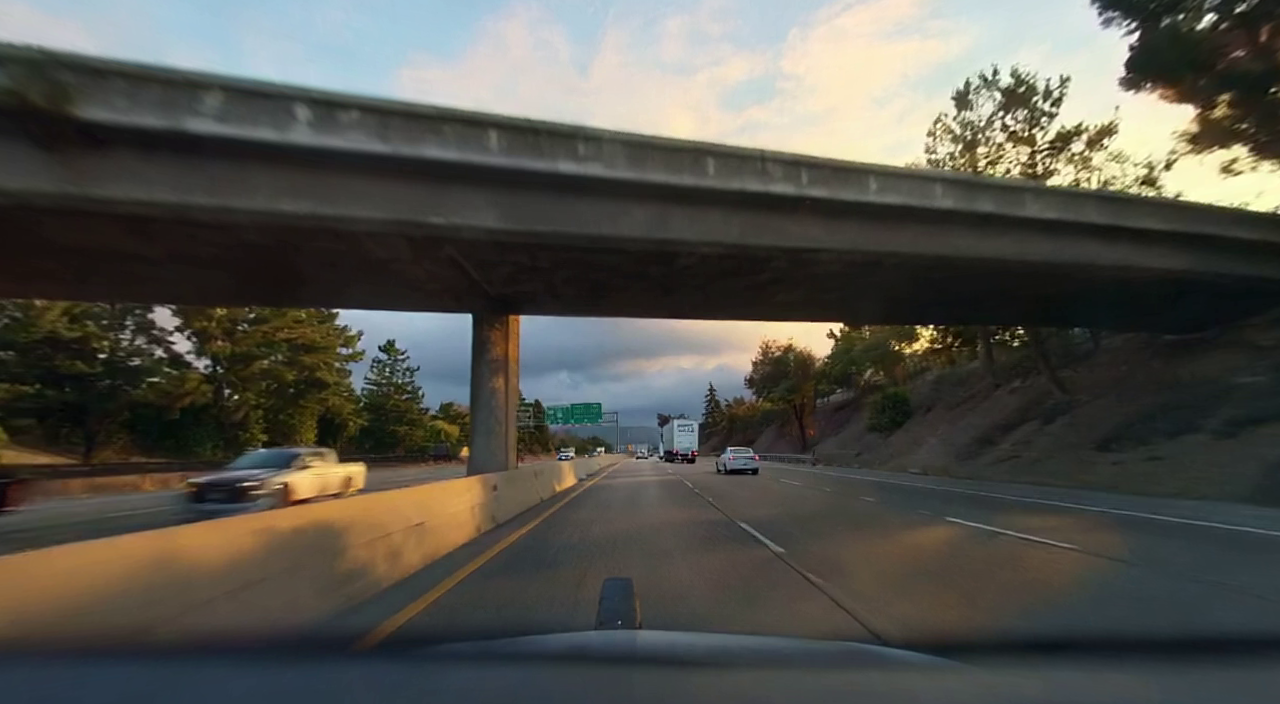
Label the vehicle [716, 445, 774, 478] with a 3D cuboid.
[{"bbox_3d":[5.074,5.328,30.830,1.917,1.471,4.149,0,-9,-3],"label":"vehicle"}]
